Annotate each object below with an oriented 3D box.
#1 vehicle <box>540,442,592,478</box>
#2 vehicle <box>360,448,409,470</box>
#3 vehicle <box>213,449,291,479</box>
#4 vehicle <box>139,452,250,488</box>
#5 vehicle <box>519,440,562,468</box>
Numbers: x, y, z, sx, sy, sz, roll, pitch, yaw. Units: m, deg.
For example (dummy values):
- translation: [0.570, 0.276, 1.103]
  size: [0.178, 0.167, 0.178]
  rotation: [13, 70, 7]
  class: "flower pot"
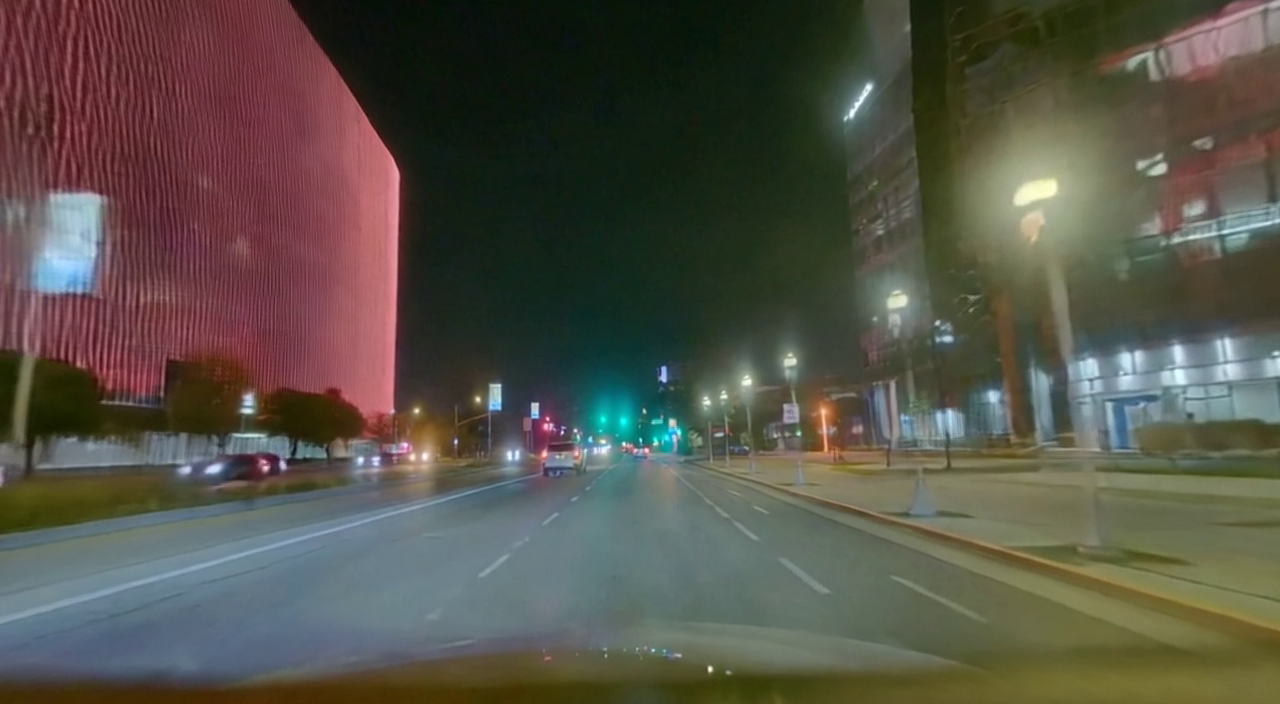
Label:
- translation: [-3.355, 4.986, 29.410]
  size: [1.983, 1.545, 3.773]
  rotation: [0, -8, 0]
  class: "vehicle"
- translation: [-20.134, 8.445, 49.999]
  size: [1.918, 1.601, 4.610]
  rotation: [0, -8, 0]
  class: "vehicle"
- translation: [-23.680, 6.832, 38.763]
  size: [1.855, 1.692, 4.621]
  rotation: [0, -8, 0]
  class: "vehicle"
- translation: [-20.194, 5.341, 28.912]
  size: [1.856, 1.471, 4.445]
  rotation: [0, -8, 0]
  class: "vehicle"
- translation: [-6.887, 7.127, 44.245]
  size: [2.224, 1.821, 4.711]
  rotation: [0, -8, 1]
  class: "vehicle"
